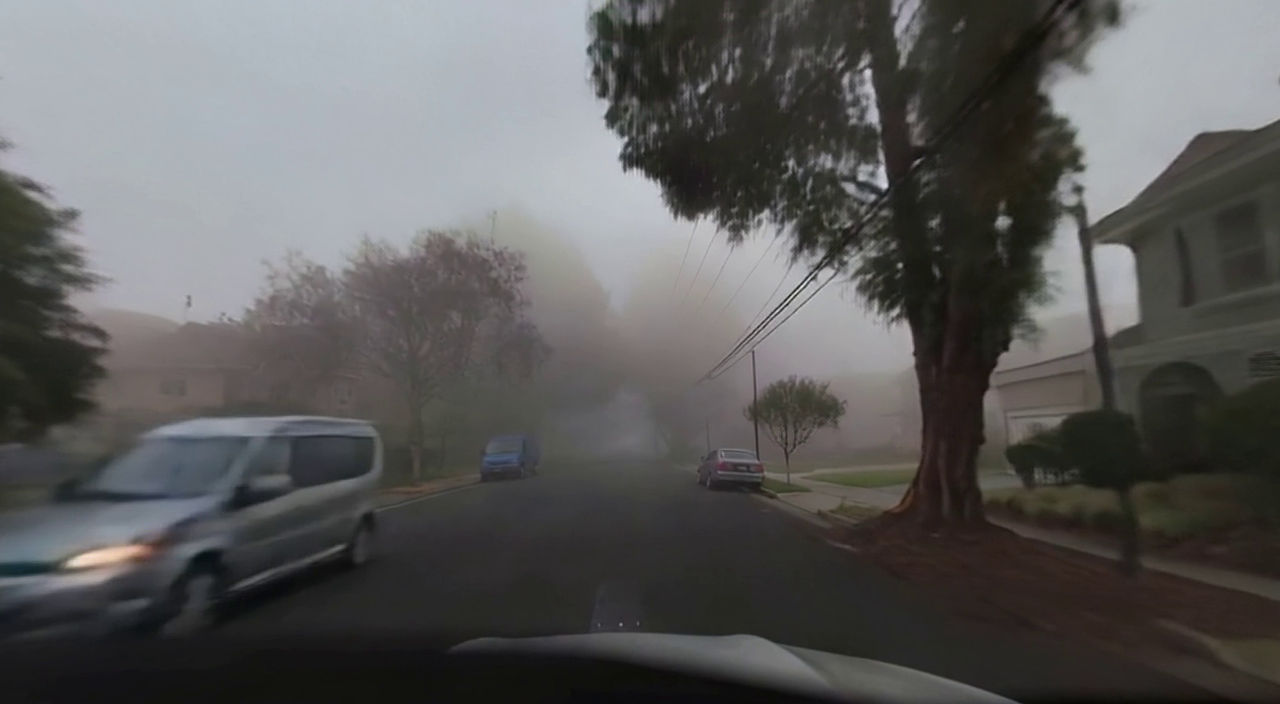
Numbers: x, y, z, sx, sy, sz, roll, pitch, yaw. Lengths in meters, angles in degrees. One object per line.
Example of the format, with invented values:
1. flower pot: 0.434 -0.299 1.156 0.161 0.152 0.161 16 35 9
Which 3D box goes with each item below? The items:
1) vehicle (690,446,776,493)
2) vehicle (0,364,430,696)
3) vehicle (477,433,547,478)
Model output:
1. vehicle: 3.042 3.947 21.733 1.944 1.439 4.500 1 -8 -5
2. vehicle: -3.819 1.320 5.865 2.032 1.836 4.520 0 -8 2
3. vehicle: -6.035 4.952 30.466 2.263 1.915 5.071 -1 -8 1
